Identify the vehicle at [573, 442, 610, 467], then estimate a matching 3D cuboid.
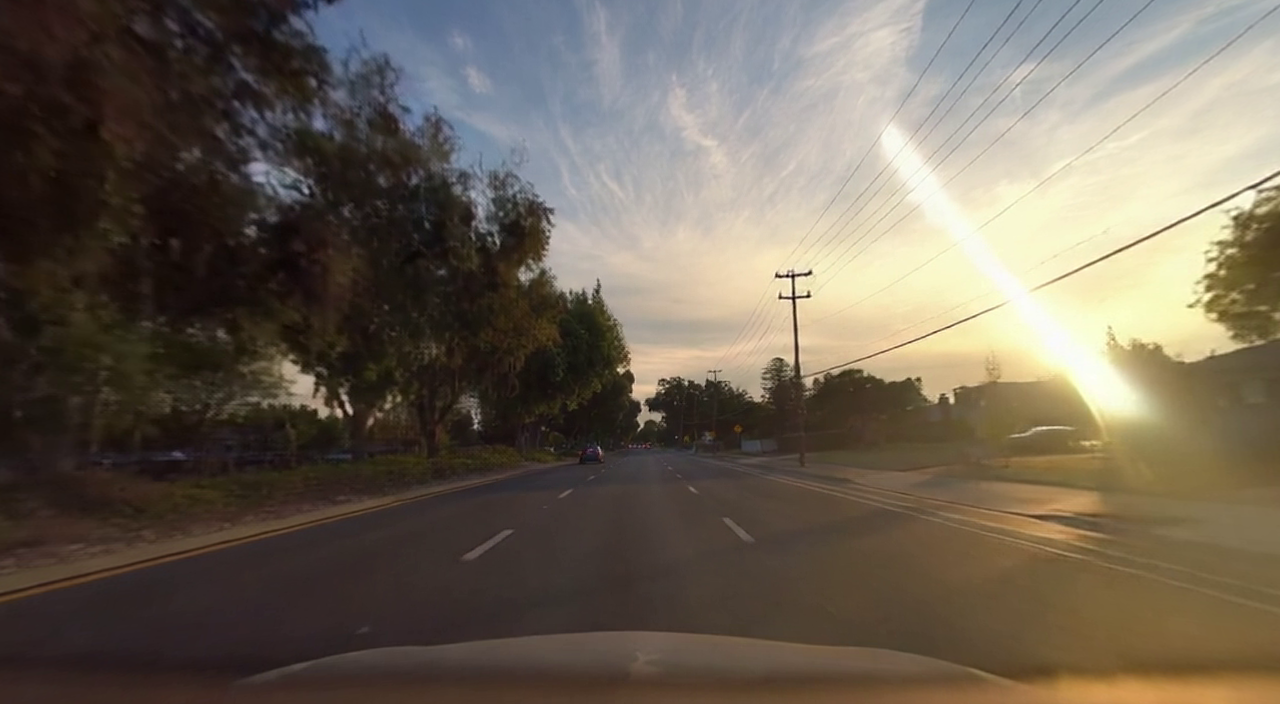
[{"bbox_3d":[-3.141,6.755,41.686,2.007,1.514,4.049,0,-8,1],"label":"vehicle"}]
